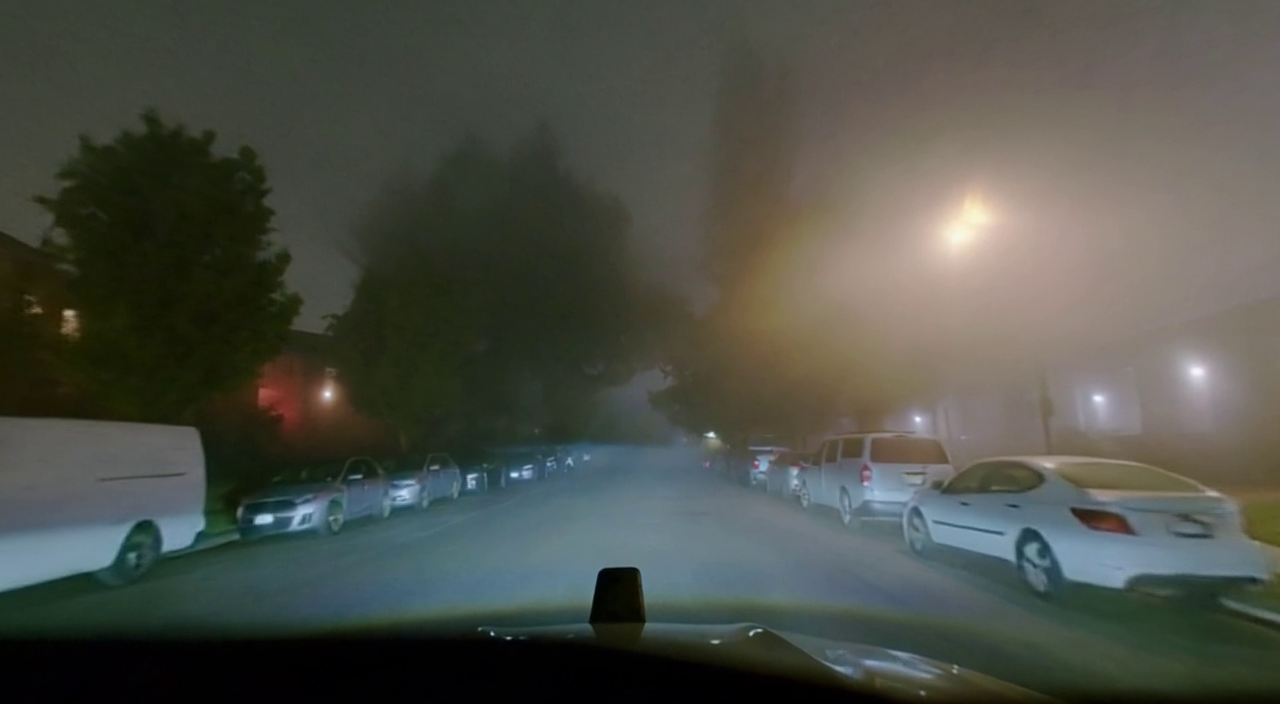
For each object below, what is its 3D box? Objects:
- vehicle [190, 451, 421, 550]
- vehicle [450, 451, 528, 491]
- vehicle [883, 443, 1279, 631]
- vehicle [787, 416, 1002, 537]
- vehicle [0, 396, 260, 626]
[{"bbox_3d":[-6.211,2.764,12.553,1.840,1.476,4.739,-2,-8,3],"label":"vehicle"},{"bbox_3d":[-6.116,4.860,26.189,1.869,1.467,4.921,-1,-9,2],"label":"vehicle"},{"bbox_3d":[4.608,1.796,7.240,1.811,1.439,4.521,0,-9,0],"label":"vehicle"},{"bbox_3d":[4.672,2.403,12.823,2.072,1.883,5.576,0,-9,0],"label":"vehicle"},{"bbox_3d":[-6.638,1.512,6.179,2.085,1.997,5.755,-2,-8,2],"label":"vehicle"}]
